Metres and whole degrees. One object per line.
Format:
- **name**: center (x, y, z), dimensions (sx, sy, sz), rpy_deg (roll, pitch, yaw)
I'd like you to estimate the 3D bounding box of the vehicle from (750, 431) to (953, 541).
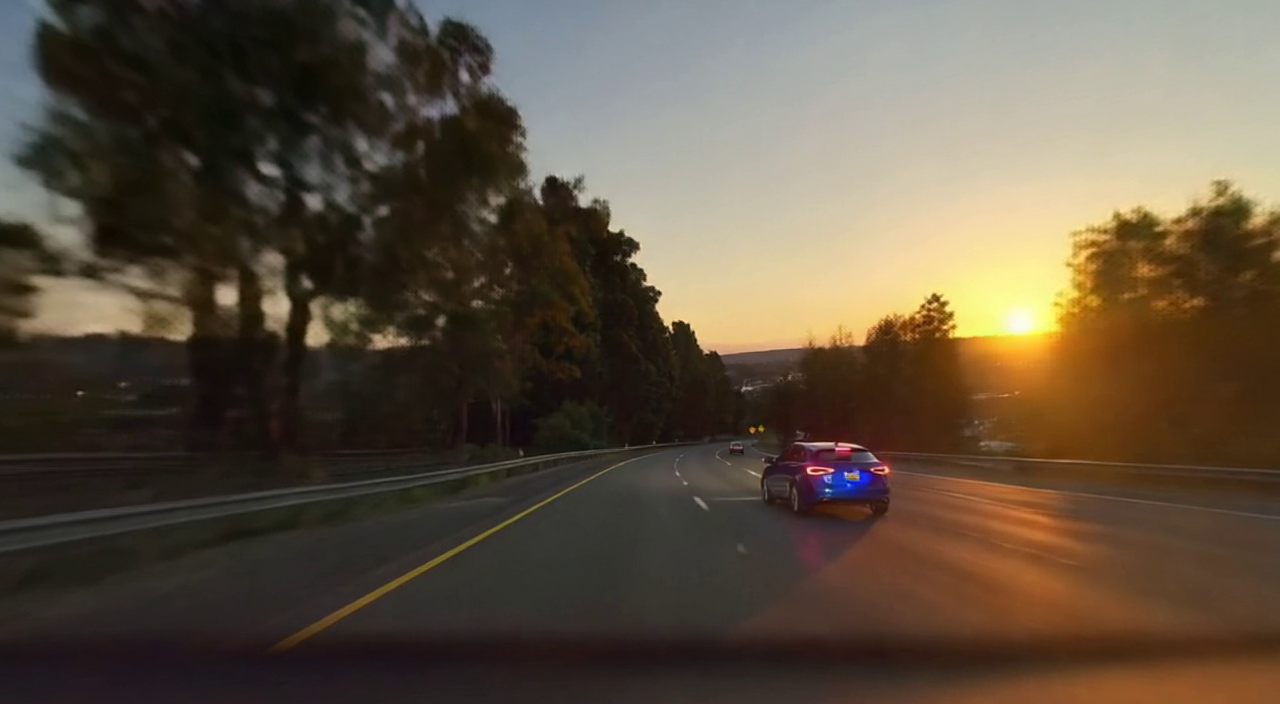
- **vehicle**: center (3.413, 2.242, 11.239), dimensions (2.050, 1.546, 4.344), rpy_deg (0, -8, -1)
